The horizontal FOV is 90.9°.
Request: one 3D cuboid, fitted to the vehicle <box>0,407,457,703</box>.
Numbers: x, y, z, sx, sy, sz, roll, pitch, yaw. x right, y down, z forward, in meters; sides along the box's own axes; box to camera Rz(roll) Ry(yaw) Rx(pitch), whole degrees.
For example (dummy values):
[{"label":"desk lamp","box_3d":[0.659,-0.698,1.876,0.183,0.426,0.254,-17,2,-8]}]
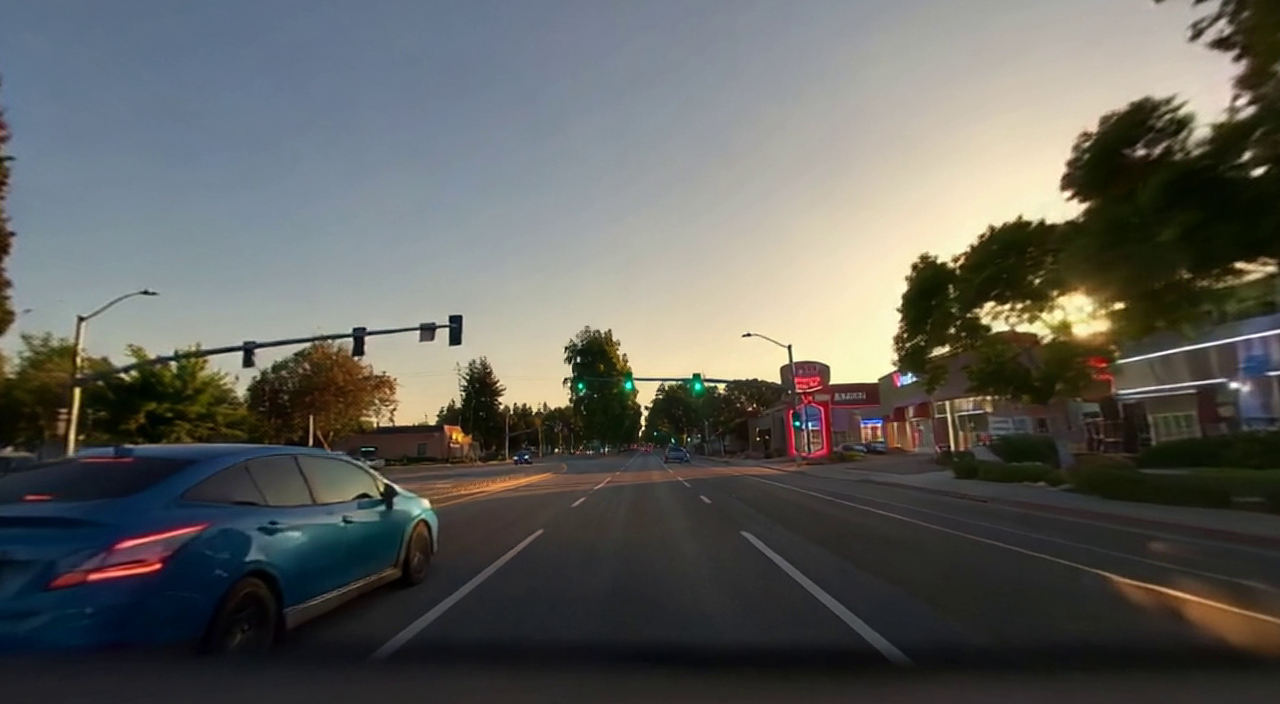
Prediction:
[{"label":"vehicle","box_3d":[-2.967,1.229,4.119,2.082,1.460,4.636,0,-8,1]}]
